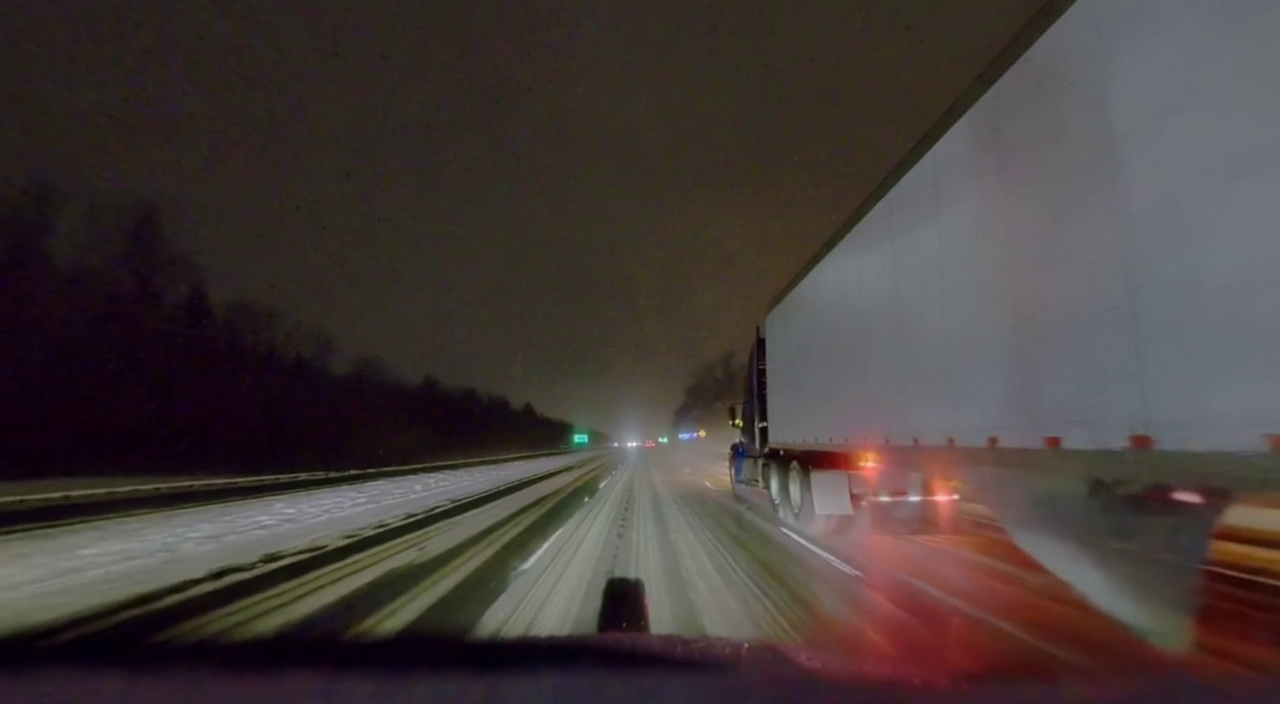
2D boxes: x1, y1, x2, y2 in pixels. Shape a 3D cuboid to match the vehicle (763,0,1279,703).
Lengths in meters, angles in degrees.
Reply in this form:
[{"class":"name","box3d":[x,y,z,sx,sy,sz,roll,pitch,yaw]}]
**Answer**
[{"class":"vehicle","box3d":[3.966,0.084,5.577,2.933,4.100,14.317,0,-8,0]}]
